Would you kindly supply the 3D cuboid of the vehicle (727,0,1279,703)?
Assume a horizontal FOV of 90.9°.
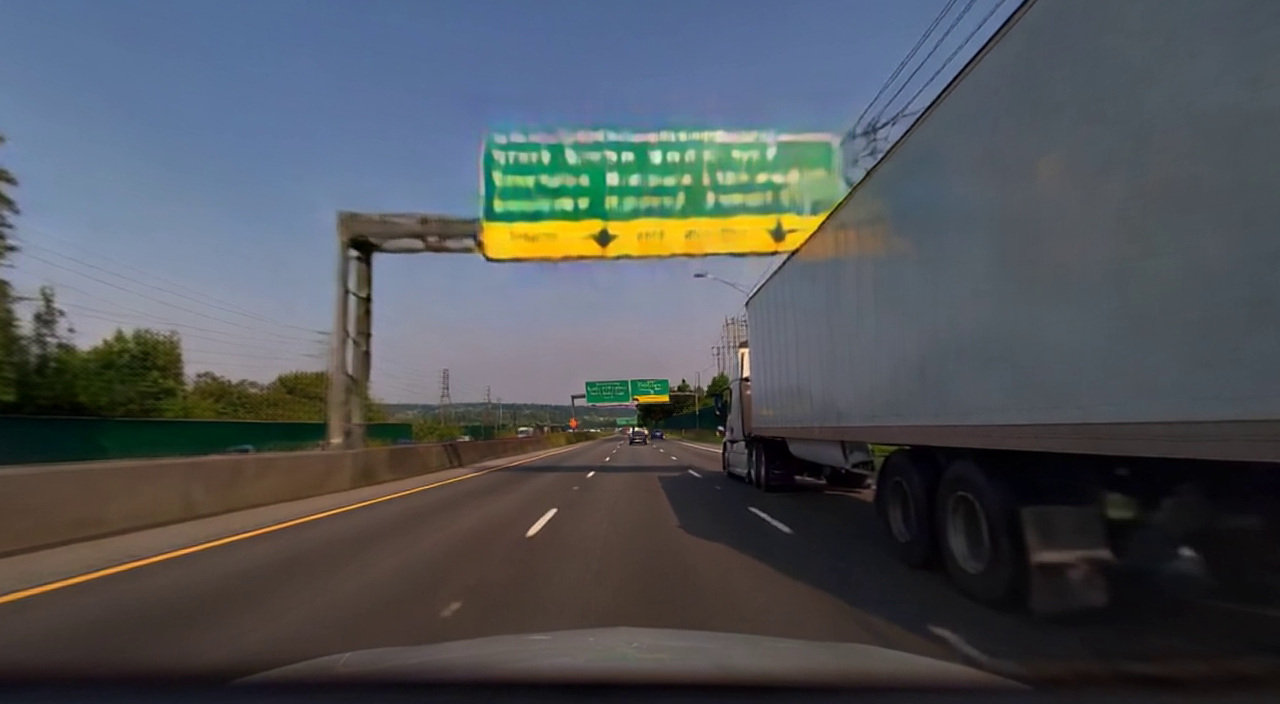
[{"bbox_3d":[3.676,0.252,7.839,2.944,3.973,13.227,0,-8,-1],"label":"vehicle"}]
